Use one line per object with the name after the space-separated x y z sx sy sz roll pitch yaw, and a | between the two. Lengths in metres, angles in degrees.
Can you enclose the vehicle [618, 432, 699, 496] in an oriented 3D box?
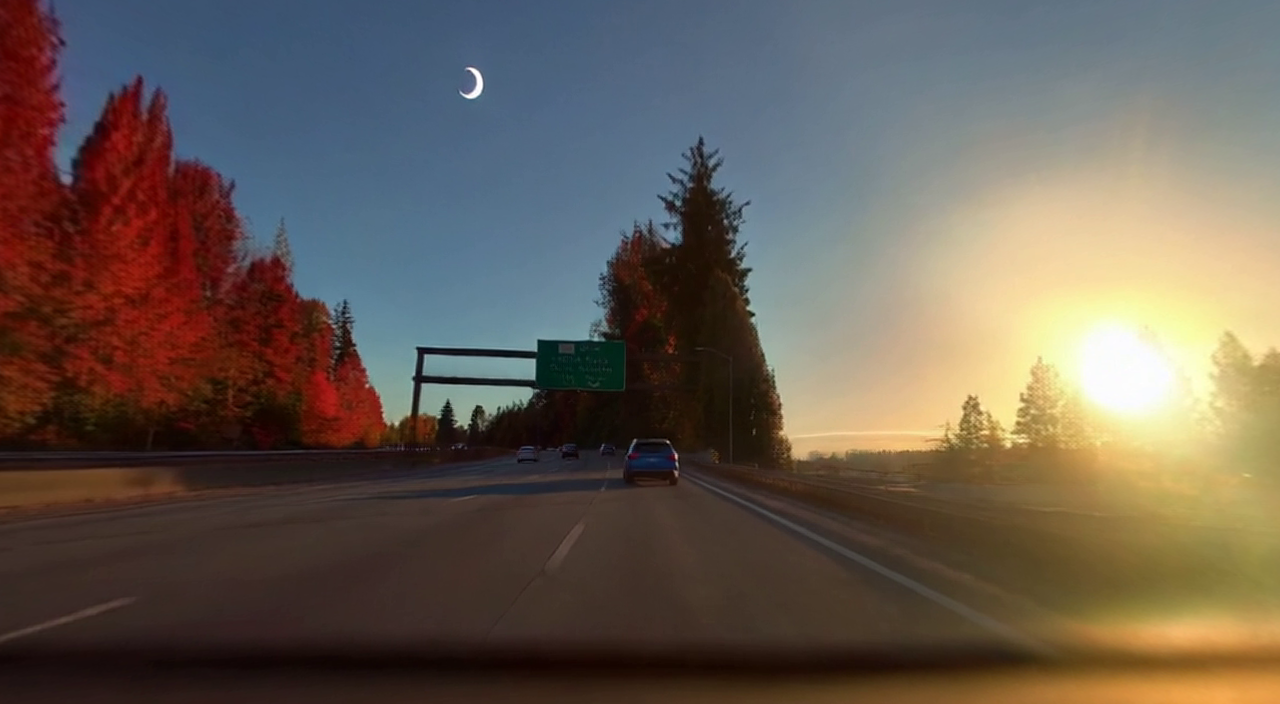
0.441 3.343 19.205 2.120 1.706 4.226 1 -8 -3 | vehicle
